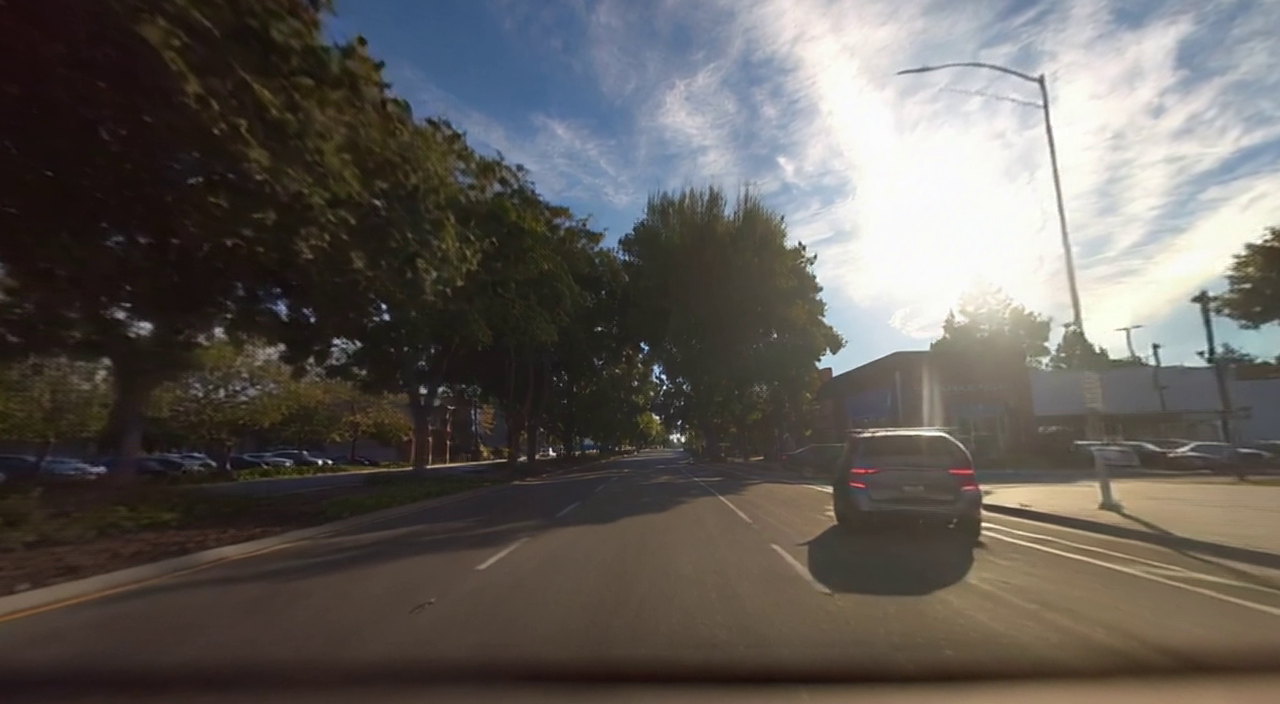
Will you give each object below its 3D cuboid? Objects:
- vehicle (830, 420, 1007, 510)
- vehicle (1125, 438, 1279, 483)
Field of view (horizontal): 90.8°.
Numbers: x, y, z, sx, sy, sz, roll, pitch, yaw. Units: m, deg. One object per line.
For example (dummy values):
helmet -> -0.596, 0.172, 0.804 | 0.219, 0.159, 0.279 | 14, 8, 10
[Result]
vehicle -> 7.560, 2.935, 16.886 | 5.157, 1.991, 2.477 | 8, -12, -44
vehicle -> 19.907, 3.709, 21.710 | 4.698, 1.465, 1.914 | -1, -9, 6
